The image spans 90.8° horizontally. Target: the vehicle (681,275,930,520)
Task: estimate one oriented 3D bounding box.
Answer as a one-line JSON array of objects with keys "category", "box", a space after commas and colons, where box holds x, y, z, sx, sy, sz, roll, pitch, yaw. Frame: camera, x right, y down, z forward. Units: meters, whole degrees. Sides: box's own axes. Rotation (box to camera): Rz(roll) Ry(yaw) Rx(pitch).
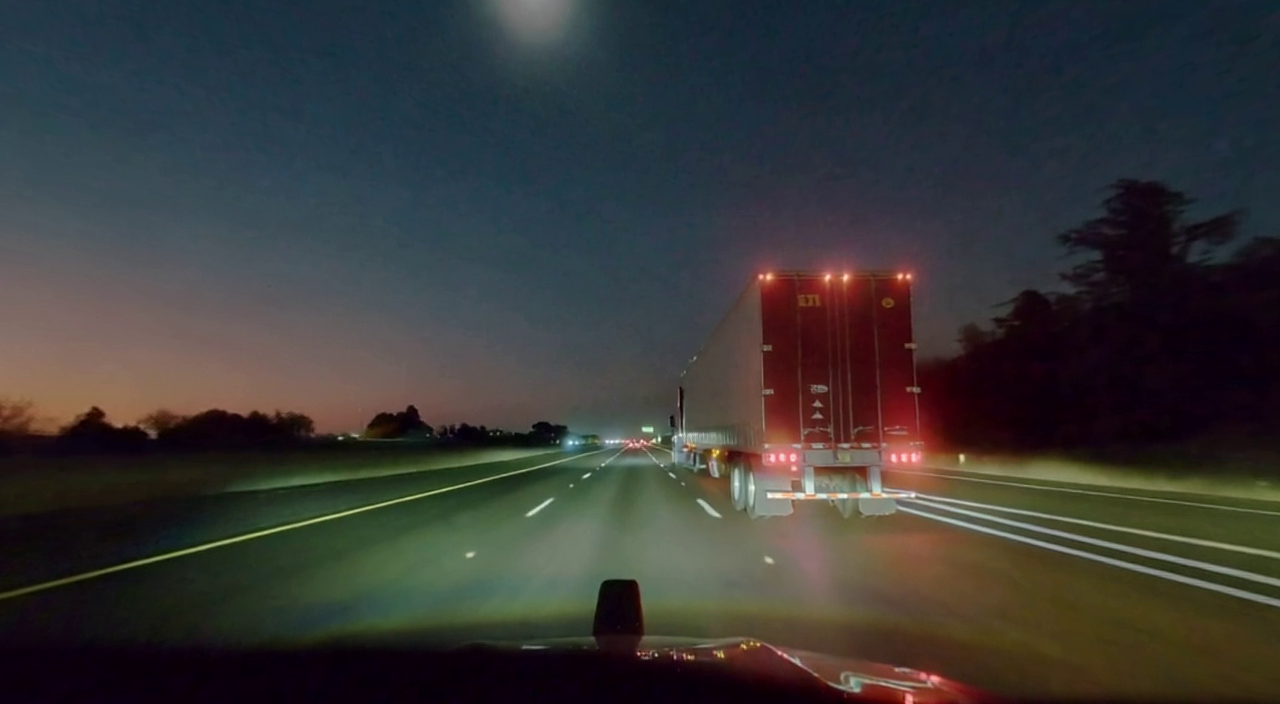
[{"category": "vehicle", "box": [3.281, 1.959, 18.879, 2.743, 4.160, 16.408, 0, -9, -1]}]
